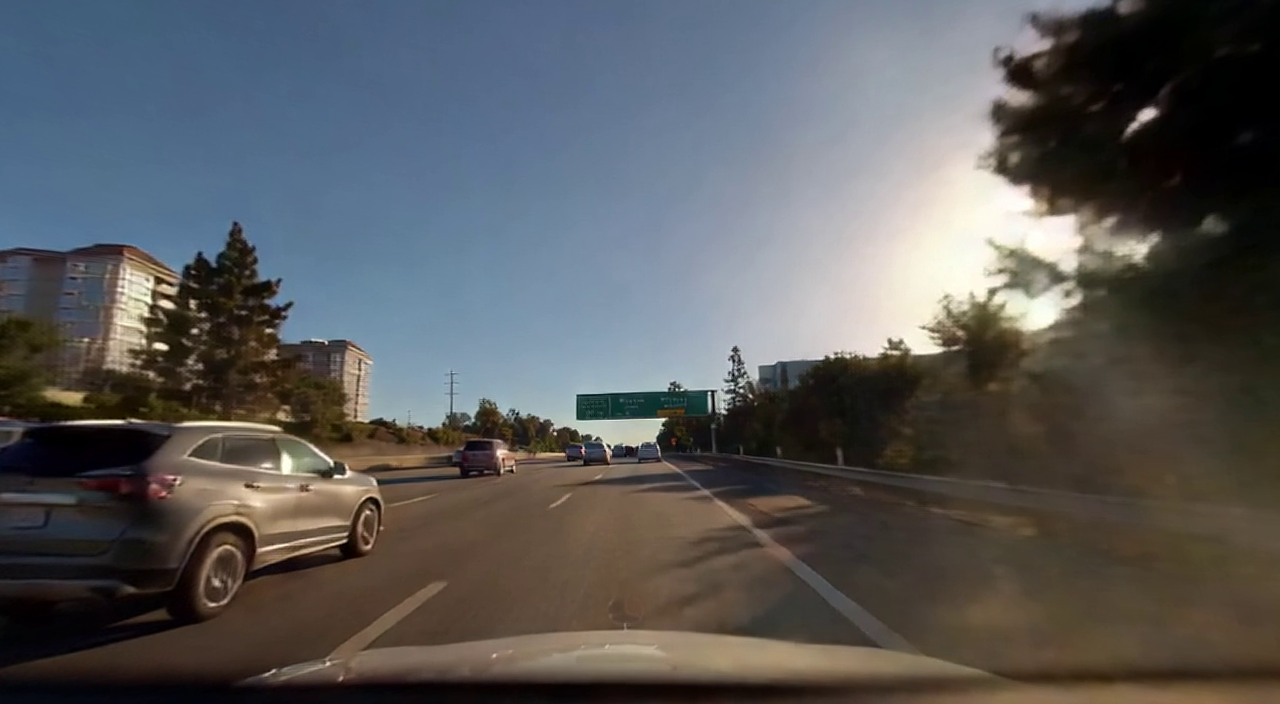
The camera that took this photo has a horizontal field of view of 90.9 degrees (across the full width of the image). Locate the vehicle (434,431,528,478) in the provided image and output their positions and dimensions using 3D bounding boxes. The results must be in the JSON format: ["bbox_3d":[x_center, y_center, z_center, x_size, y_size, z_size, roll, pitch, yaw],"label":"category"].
[{"bbox_3d":[-7.032,4.622,28.793,2.521,1.901,5.988,-1,-8,2],"label":"vehicle"}]

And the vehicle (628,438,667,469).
[{"bbox_3d":[0.421,5.949,37.251,2.135,1.697,4.757,0,-8,0],"label":"vehicle"}]

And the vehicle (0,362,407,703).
[{"bbox_3d":[-4.078,1.261,5.531,2.136,1.718,4.873,0,-8,1],"label":"vehicle"}]
